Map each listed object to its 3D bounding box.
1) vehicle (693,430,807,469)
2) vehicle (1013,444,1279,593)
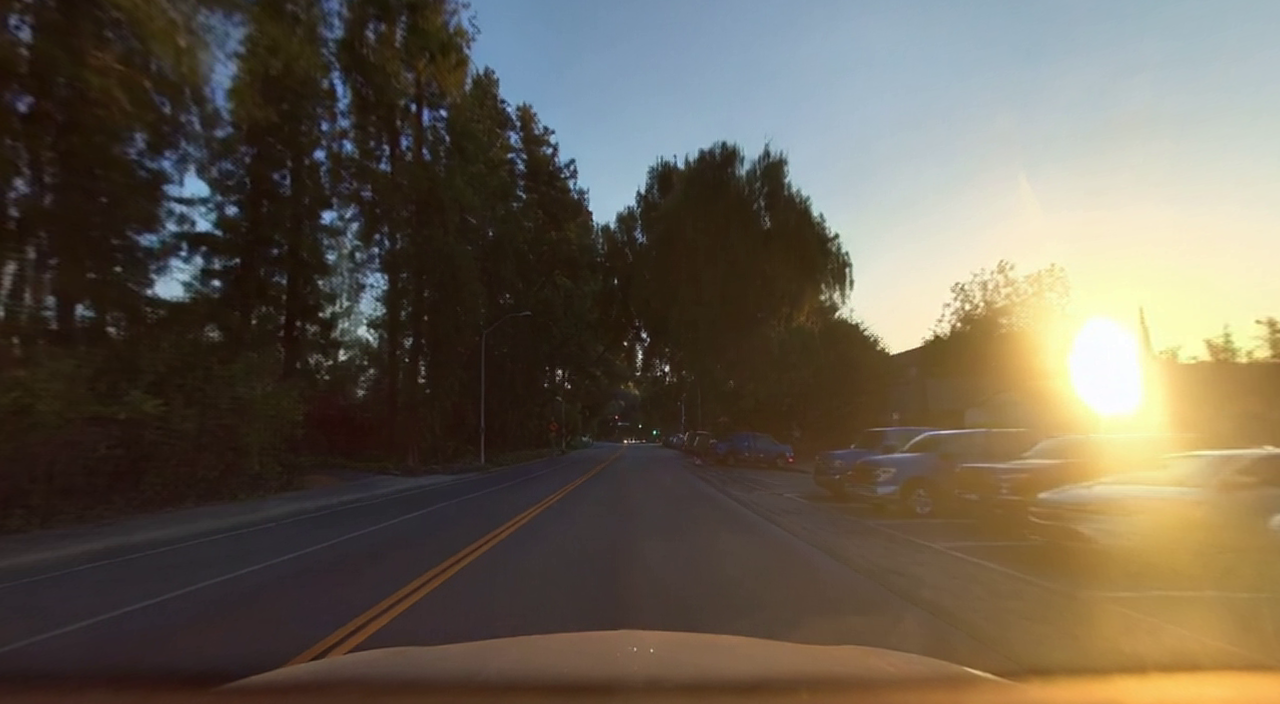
[{"bbox_3d":[6.006,5.402,35.162,5.797,2.070,2.502,0,-8,-1],"label":"vehicle"},{"bbox_3d":[6.864,1.764,7.202,3.989,1.412,1.931,0,-8,-2],"label":"vehicle"}]
